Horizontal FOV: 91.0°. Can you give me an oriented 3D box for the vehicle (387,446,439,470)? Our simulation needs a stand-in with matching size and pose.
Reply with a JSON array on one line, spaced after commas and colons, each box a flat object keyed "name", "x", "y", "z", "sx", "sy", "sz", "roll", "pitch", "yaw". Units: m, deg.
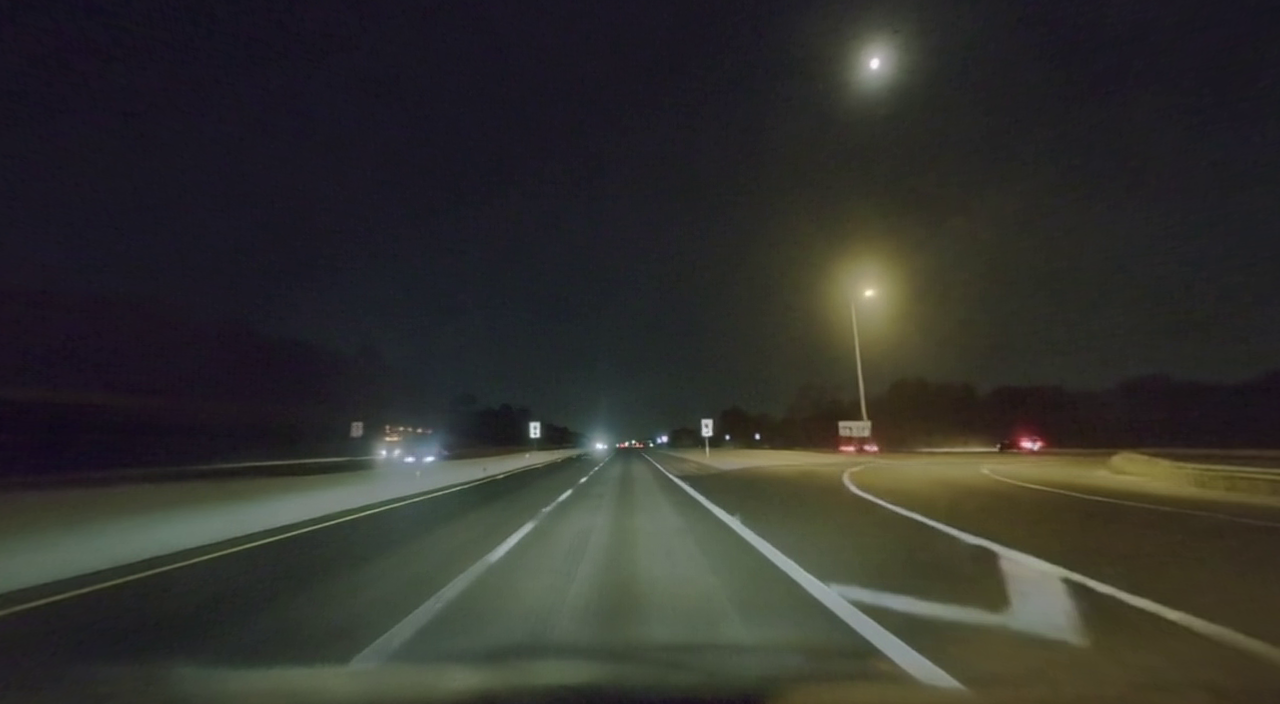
[{"name": "vehicle", "x": -15.561, "y": 7.286, "z": 43.426, "sx": 1.956, "sy": 1.471, "sz": 4.552, "roll": -1, "pitch": -8, "yaw": 0}]
